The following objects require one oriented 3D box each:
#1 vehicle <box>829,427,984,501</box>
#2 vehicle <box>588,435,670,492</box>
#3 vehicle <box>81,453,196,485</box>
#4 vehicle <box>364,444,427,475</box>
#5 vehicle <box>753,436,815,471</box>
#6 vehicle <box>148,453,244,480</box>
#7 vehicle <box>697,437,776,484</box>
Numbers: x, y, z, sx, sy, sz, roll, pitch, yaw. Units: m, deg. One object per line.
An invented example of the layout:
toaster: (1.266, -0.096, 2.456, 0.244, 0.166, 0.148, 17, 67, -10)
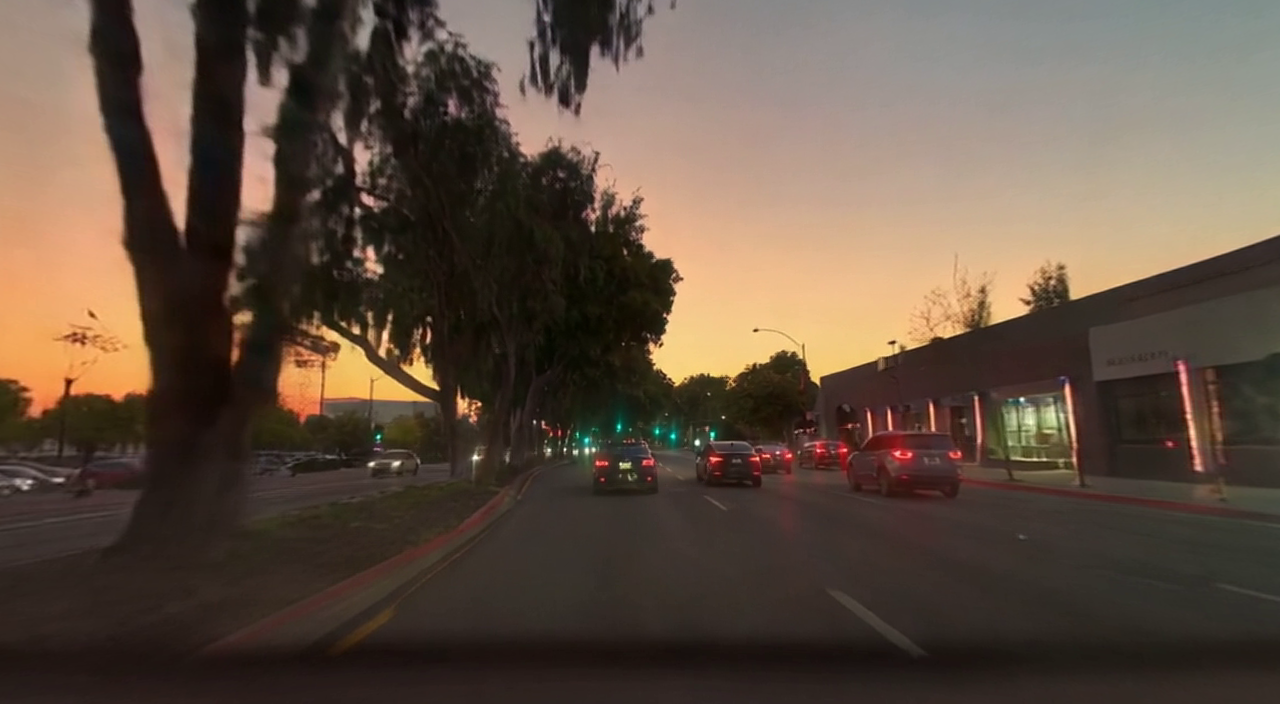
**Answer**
vehicle: (7.016, 2.996, 17.341, 2.052, 1.708, 4.842, 0, -9, -1)
vehicle: (-0.380, 3.189, 18.444, 2.101, 1.444, 4.248, 0, -9, -2)
vehicle: (-27.820, 6.491, 35.134, 4.640, 1.640, 2.026, 0, -9, 1)
vehicle: (-13.097, 5.766, 34.084, 1.934, 1.491, 3.684, -1, -8, 0)
vehicle: (7.261, 5.170, 32.333, 2.025, 1.666, 4.448, 0, -9, -2)
vehicle: (-28.413, 7.342, 40.534, 4.576, 1.606, 2.063, 0, -9, 1)
vehicle: (3.312, 3.819, 22.537, 1.993, 1.477, 4.240, 0, -9, -2)
